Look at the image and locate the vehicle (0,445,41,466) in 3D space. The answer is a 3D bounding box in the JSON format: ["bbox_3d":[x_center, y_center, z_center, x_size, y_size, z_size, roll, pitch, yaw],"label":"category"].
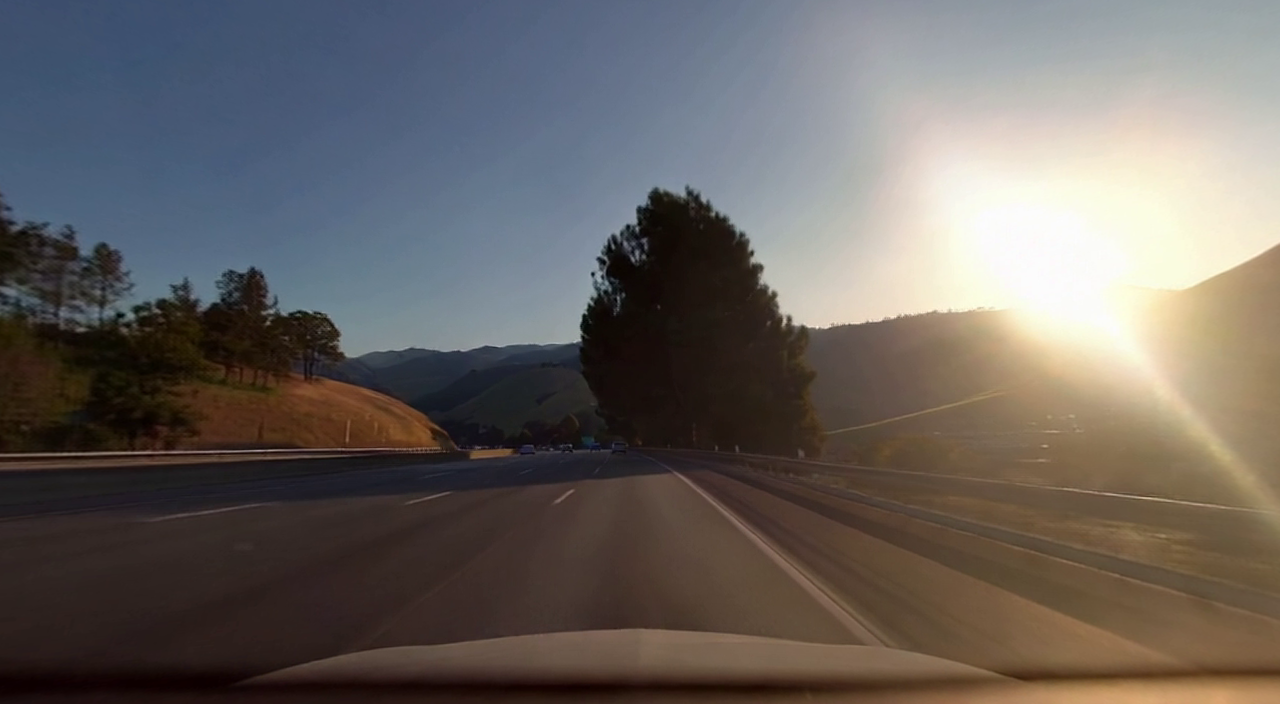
[{"bbox_3d":[-44.061,7.132,43.414,1.652,1.413,4.032,0,-9,-2],"label":"vehicle"}]
